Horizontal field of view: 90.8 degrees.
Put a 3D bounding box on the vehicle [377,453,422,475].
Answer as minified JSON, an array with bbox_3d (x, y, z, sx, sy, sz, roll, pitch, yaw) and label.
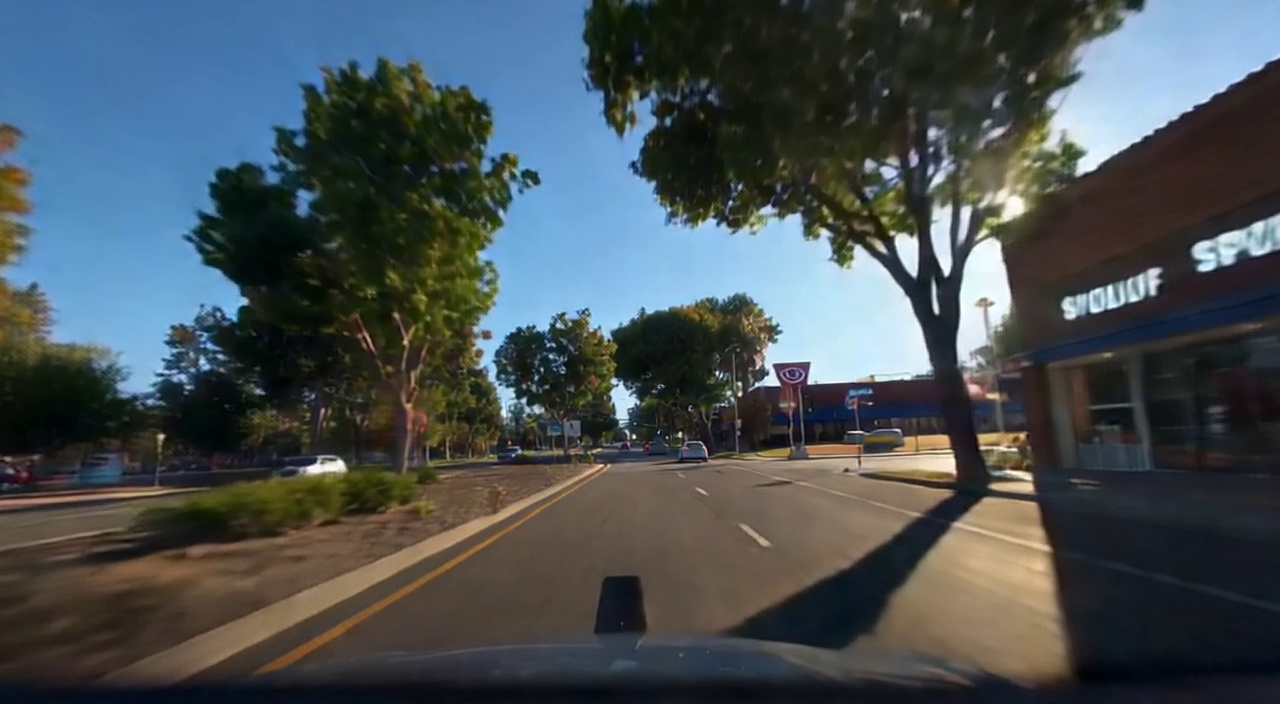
[{"bbox_3d":[-18.767,8.741,49.438,1.827,1.546,4.506,0,-8,-1],"label":"vehicle"}]

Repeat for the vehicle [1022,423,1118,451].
[{"bbox_3d":[30.949,6.116,45.527,5.373,1.958,2.152,0,-8,-3],"label":"vehicle"}]

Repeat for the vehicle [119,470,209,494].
[{"bbox_3d":[-32.003,8.741,42.570,4.350,1.465,1.922,1,-8,-7],"label":"vehicle"}]

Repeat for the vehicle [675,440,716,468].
[{"bbox_3d":[3.286,6.108,37.934,1.961,1.580,4.020,0,-8,-2],"label":"vehicle"}]
